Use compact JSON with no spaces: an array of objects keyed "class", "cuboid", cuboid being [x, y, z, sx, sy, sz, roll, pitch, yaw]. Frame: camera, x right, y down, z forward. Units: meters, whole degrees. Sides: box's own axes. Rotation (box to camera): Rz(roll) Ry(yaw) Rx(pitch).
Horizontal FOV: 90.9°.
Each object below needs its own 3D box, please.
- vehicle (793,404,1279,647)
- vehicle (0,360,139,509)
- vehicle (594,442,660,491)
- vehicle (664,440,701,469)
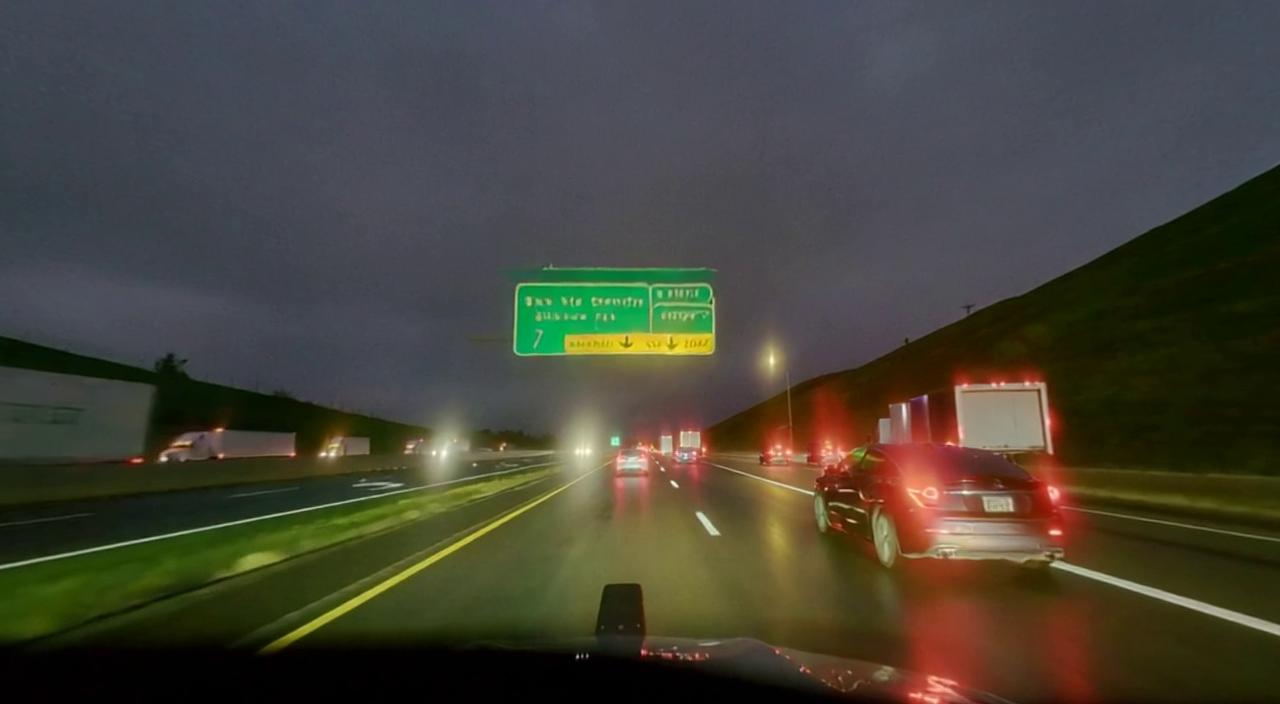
[{"class":"vehicle","cuboid":[3.218,1.471,6.443,1.997,1.534,4.664,0,-9,-2]},{"class":"vehicle","cuboid":[-16.244,1.922,14.662,2.687,3.442,7.686,0,-9,0]},{"class":"vehicle","cuboid":[-0.436,3.720,20.766,1.970,1.441,3.846,0,-9,-1]},{"class":"vehicle","cuboid":[2.632,6.500,39.933,2.048,1.704,4.284,0,-9,0]}]
